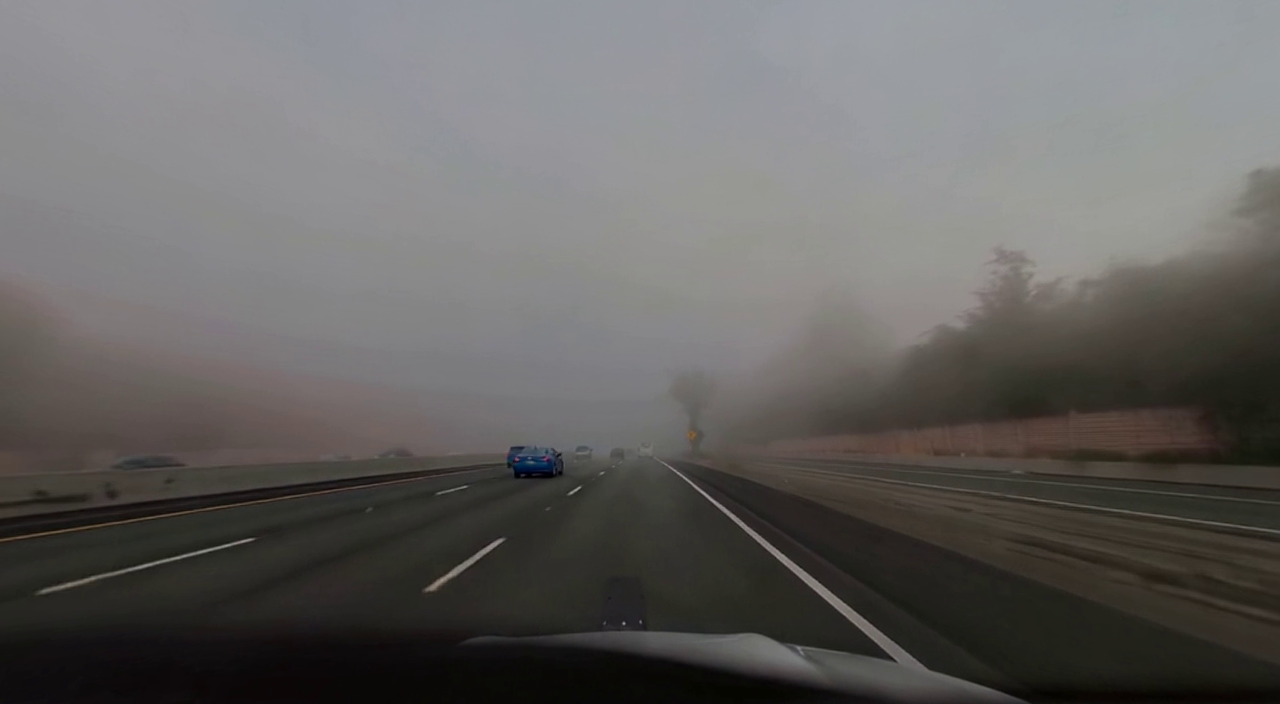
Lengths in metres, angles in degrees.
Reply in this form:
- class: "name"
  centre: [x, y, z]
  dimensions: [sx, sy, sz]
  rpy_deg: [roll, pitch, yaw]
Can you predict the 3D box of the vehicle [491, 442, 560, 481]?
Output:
- class: "vehicle"
  centre: [-4.851, 4.711, 27.489]
  dimensions: [2.081, 1.514, 4.943]
  rpy_deg: [0, -8, 0]
